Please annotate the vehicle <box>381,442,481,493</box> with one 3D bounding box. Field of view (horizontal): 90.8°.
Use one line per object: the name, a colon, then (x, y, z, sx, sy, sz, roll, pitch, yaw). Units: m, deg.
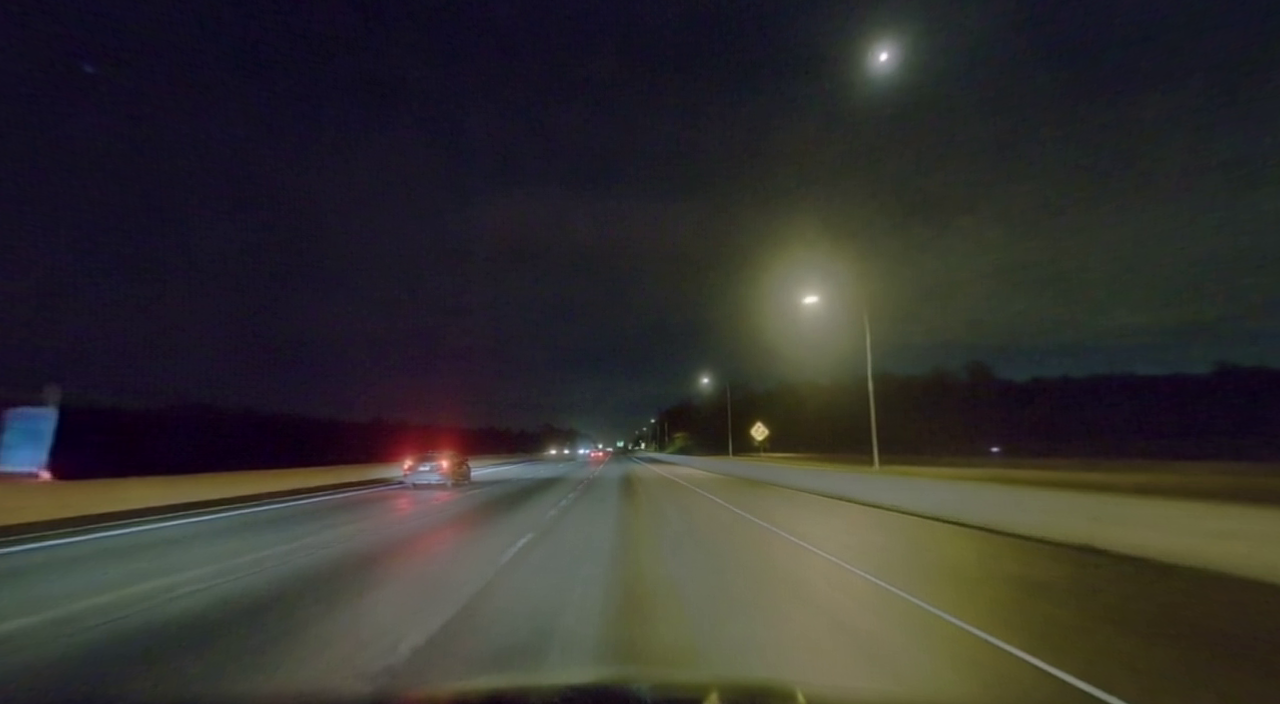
vehicle: (-7.157, 4.000, 22.152, 2.098, 1.606, 4.227, 0, -9, -1)
